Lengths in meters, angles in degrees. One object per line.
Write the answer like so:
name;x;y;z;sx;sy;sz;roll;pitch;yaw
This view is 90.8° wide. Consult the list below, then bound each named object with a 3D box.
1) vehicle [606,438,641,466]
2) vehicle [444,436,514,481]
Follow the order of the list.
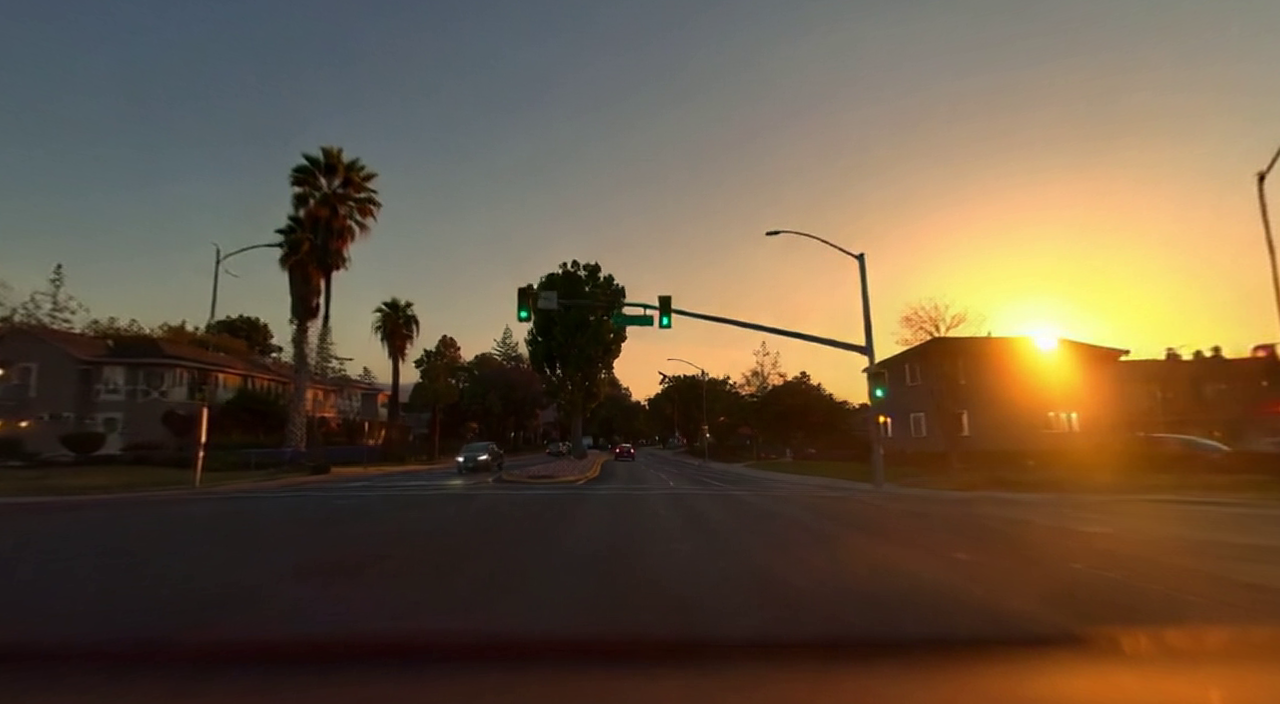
vehicle;-1.221;6.995;44.282;2.248;1.833;4.798;0;-8;-3
vehicle;-6.630;4.422;26.445;1.983;1.684;3.938;0;-8;-1
